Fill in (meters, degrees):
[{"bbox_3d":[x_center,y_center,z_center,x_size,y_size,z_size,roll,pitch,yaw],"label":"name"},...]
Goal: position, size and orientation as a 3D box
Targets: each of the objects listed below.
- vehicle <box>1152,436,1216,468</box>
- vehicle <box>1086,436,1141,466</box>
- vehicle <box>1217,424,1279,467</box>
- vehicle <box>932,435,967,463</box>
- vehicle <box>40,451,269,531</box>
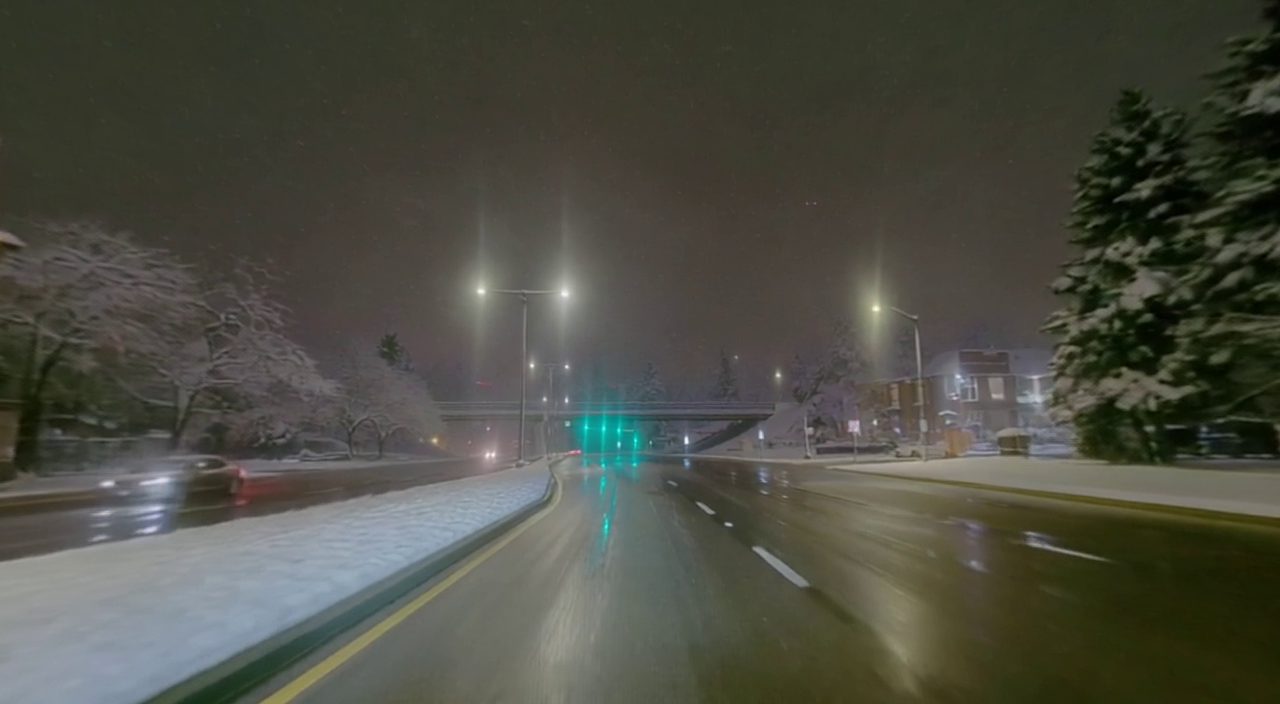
[{"bbox_3d":[26.612,4.861,30.860,1.928,1.437,3.935,-8,-11,44],"label":"vehicle"},{"bbox_3d":[24.397,5.055,32.466,1.910,1.415,4.383,-7,-10,39],"label":"vehicle"},{"bbox_3d":[28.478,4.274,28.927,4.634,1.789,2.149,6,-10,-38],"label":"vehicle"},{"bbox_3d":[23.664,7.453,48.429,2.177,1.983,5.217,-3,-10,24],"label":"vehicle"},{"bbox_3d":[-11.199,3.174,15.133,2.032,1.480,4.591,0,-8,-3],"label":"vehicle"}]
